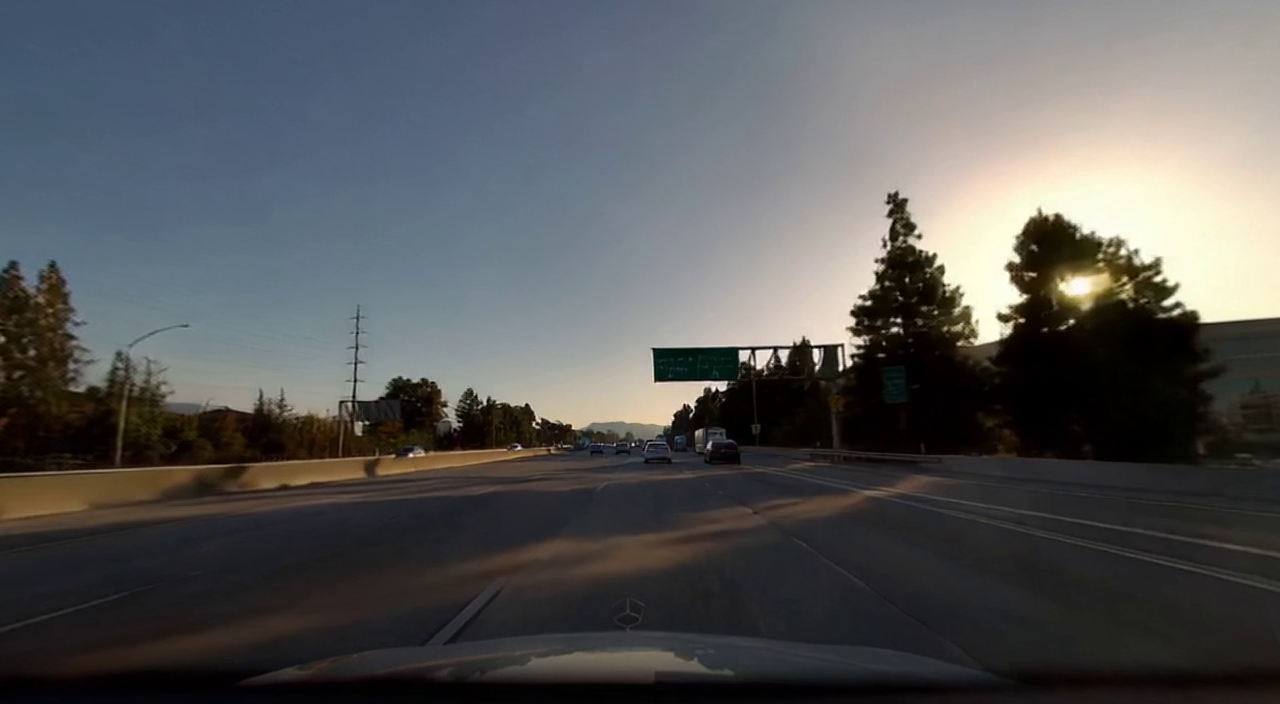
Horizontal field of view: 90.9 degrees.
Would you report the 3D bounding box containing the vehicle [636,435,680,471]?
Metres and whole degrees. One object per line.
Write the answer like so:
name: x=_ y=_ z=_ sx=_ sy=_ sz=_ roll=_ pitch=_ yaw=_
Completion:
vehicle: x=0.927 y=5.454 z=34.255 sx=2.260 sy=1.766 sz=4.348 roll=0 pitch=-8 yaw=0
